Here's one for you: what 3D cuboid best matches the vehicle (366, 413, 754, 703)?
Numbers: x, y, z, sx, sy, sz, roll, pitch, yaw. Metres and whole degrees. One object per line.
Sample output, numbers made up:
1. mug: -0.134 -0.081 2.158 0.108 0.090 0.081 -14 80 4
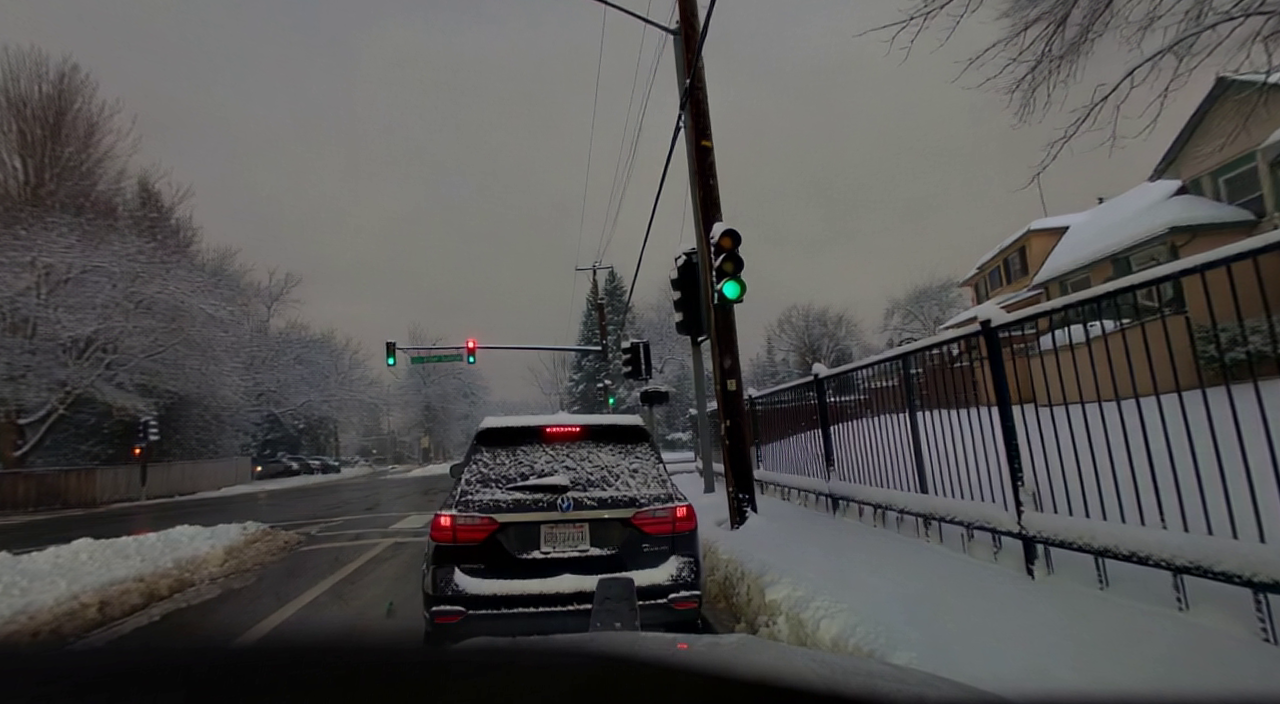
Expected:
1. vehicle: -0.663 1.361 5.228 2.024 1.502 3.702 1 -9 -9
